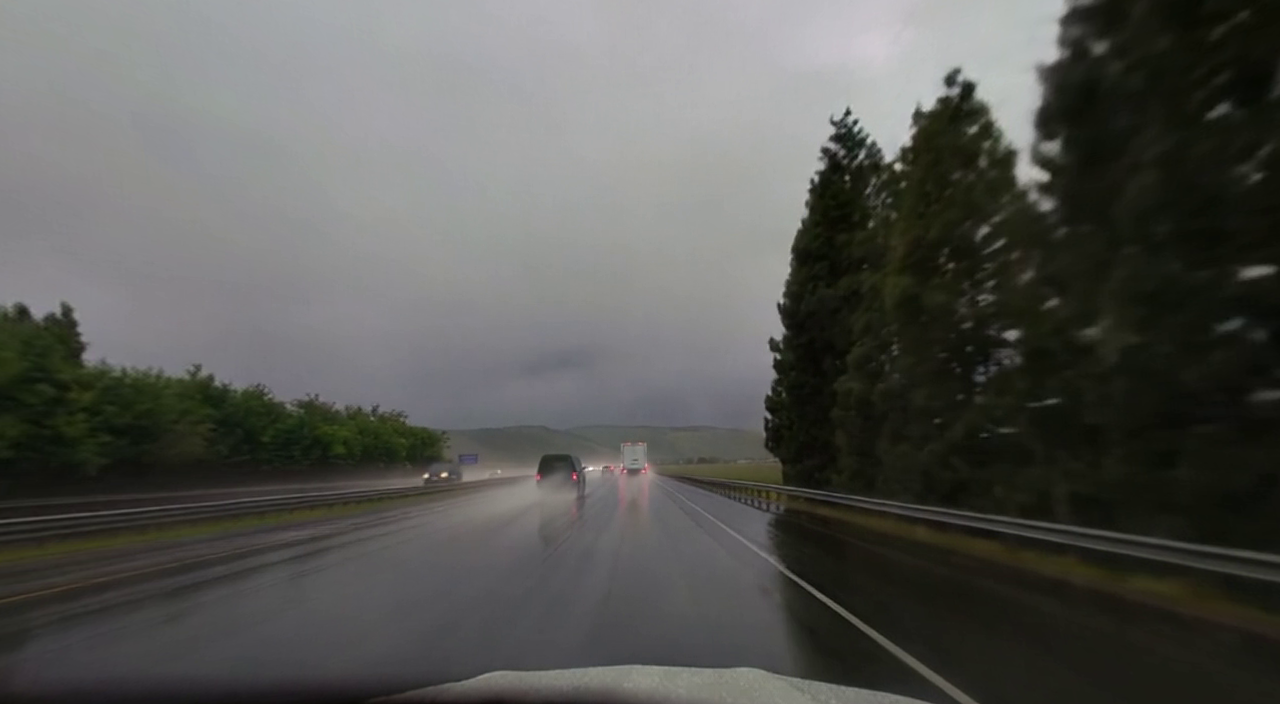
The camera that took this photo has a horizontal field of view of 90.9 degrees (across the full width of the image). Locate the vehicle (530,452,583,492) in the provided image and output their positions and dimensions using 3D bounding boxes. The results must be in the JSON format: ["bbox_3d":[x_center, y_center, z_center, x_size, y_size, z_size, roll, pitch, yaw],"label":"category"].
[{"bbox_3d":[-4.438,6.501,34.250,2.208,1.973,4.716,1,-10,0],"label":"vehicle"}]
